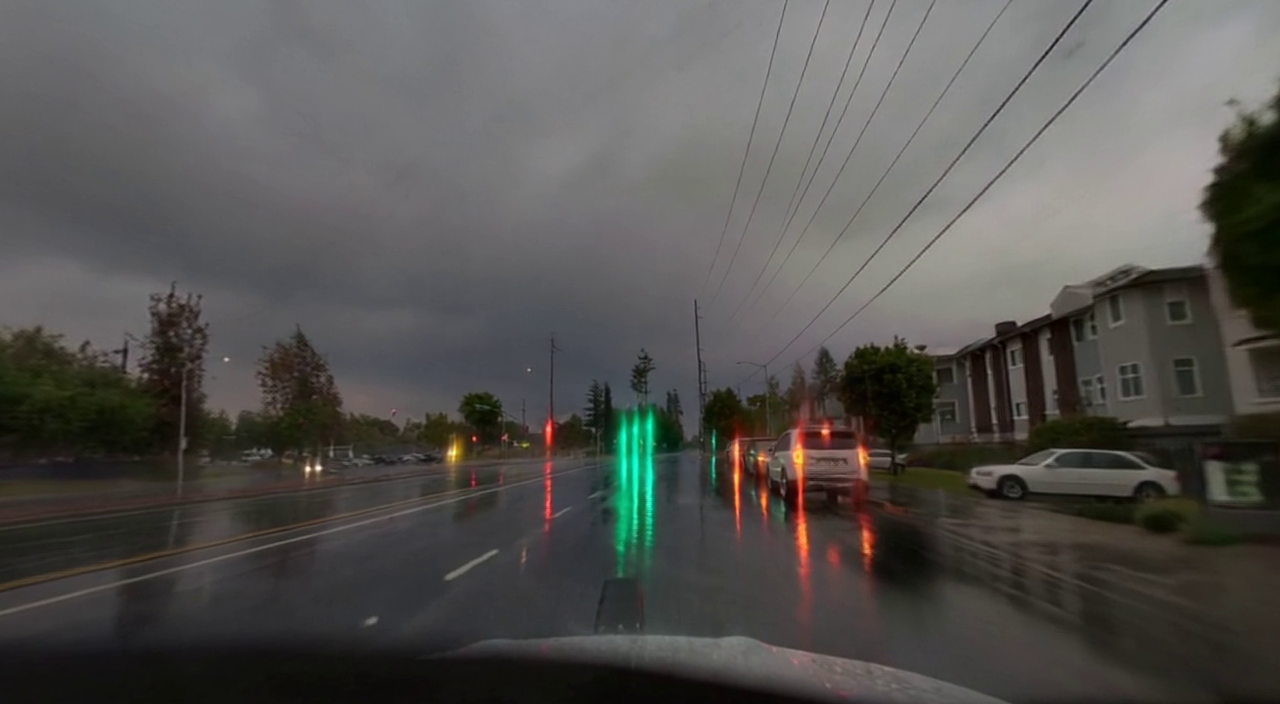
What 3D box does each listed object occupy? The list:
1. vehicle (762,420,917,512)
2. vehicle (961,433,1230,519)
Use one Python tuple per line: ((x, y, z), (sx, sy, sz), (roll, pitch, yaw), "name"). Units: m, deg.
((4.477, 2.653, 15.225), (2.359, 1.817, 4.985), (0, -8, 3), "vehicle")
((10.517, 2.816, 14.976), (2.038, 1.680, 4.660), (7, -10, -37), "vehicle")
